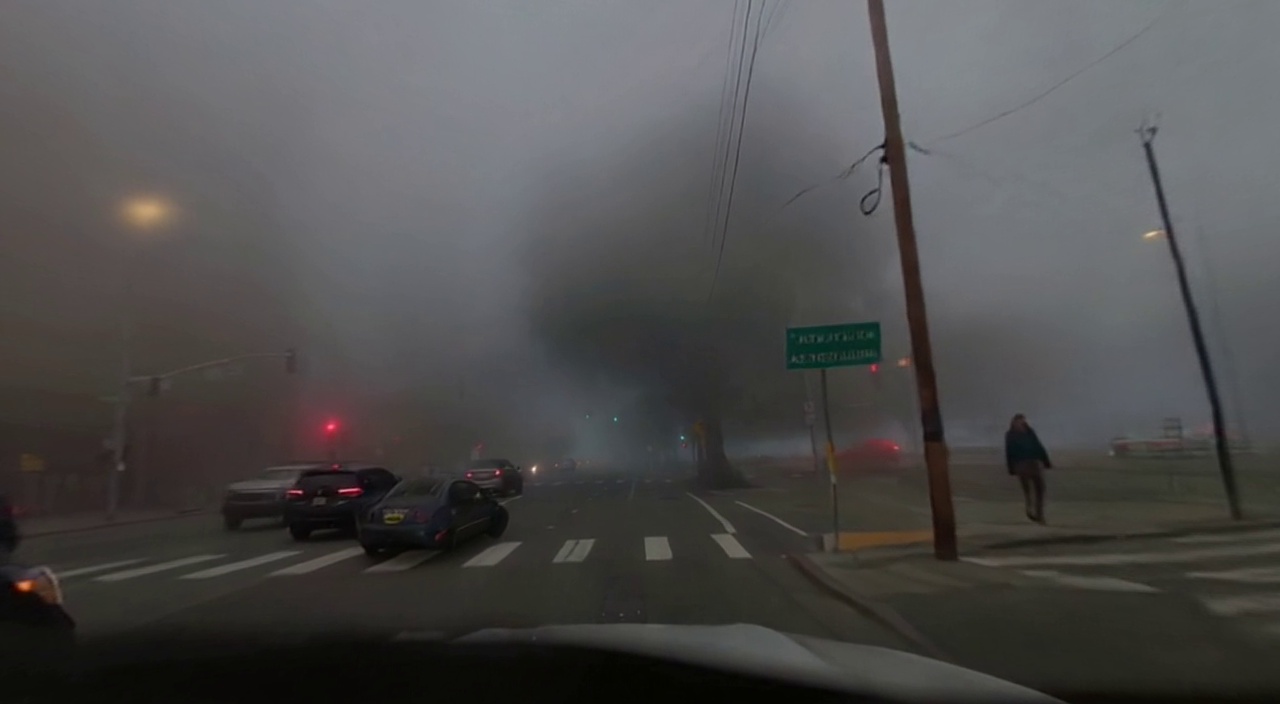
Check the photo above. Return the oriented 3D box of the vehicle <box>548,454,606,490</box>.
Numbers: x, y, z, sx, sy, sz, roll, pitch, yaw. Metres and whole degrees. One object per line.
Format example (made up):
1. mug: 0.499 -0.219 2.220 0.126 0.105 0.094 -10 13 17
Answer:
1. vehicle: -2.870 5.588 29.630 2.147 1.472 4.406 0 -9 2

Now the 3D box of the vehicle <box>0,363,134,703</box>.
1. vehicle: -3.227 0.618 0.360 2.042 1.673 4.516 0 -9 1

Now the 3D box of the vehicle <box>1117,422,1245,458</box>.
1. vehicle: 27.846 4.616 32.649 2.083 1.668 4.638 0 -10 -8

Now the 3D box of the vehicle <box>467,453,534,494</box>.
1. vehicle: -6.215 5.416 28.470 2.012 1.664 3.917 0 -9 2

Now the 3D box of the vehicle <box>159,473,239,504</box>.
1. vehicle: -26.010 8.029 37.139 3.960 1.600 1.885 -4 -9 21

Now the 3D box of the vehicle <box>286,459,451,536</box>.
1. vehicle: -6.362 3.440 15.481 1.960 1.479 4.654 0 -9 0

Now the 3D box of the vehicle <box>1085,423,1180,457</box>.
1. vehicle: 25.174 4.566 32.301 1.690 1.559 3.521 0 -10 -7

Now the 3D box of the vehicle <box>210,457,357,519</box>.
1. vehicle: -11.866 4.523 21.433 1.985 1.756 4.665 -1 -9 4
